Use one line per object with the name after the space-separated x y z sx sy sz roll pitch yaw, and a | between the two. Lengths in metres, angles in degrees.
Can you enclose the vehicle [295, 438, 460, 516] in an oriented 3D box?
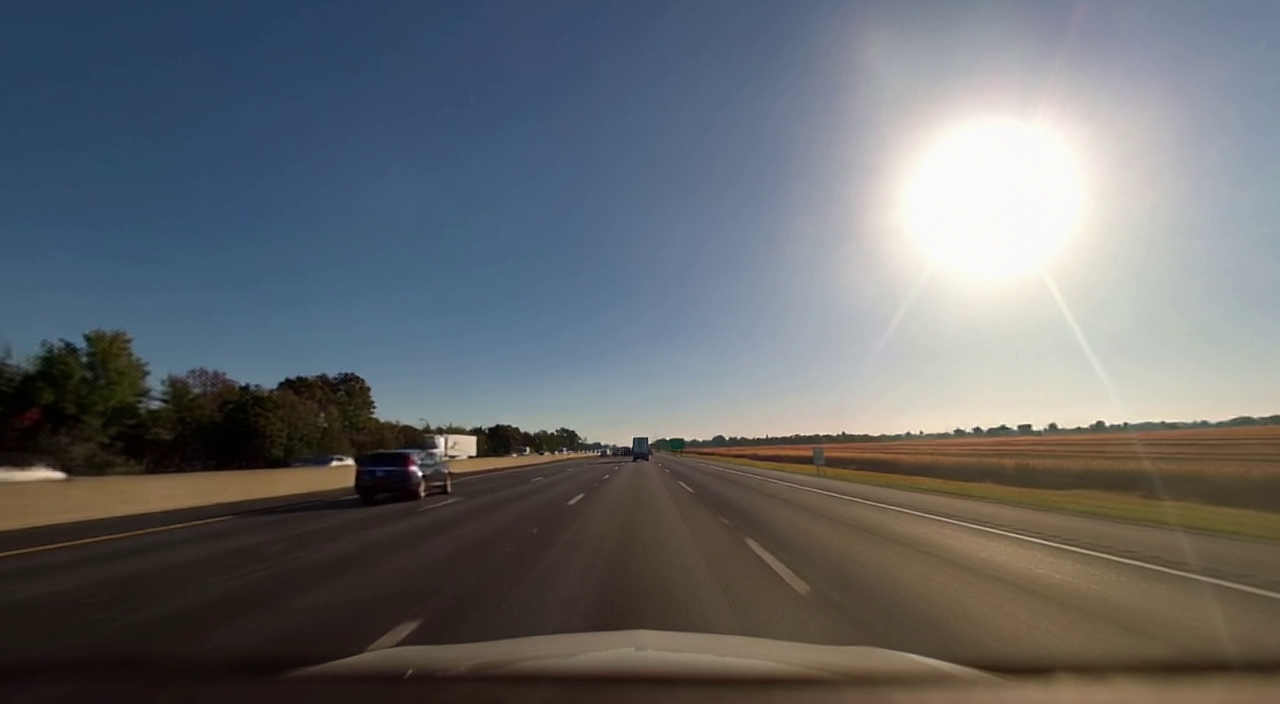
-6.511 3.163 16.405 2.234 1.698 4.634 0 -9 1 | vehicle
